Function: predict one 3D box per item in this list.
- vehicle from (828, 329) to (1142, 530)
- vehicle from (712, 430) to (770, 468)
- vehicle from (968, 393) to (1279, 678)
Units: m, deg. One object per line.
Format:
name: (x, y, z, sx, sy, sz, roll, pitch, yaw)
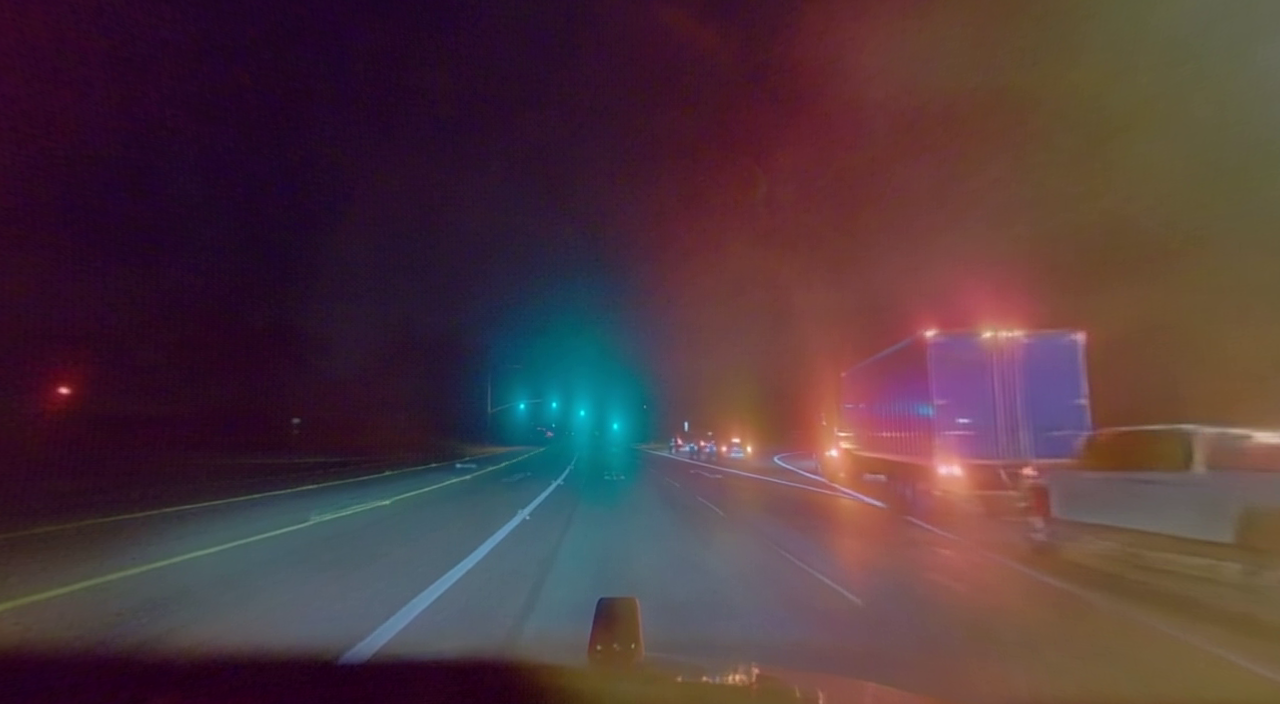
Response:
vehicle: (6.336, 1.719, 13.530, 2.625, 2.975, 8.237, -1, -8, 5)
vehicle: (4.970, 4.847, 31.501, 1.917, 1.748, 4.003, 0, -8, -5)
vehicle: (4.917, 1.348, 5.712, 1.926, 1.650, 4.315, -1, -8, 7)
